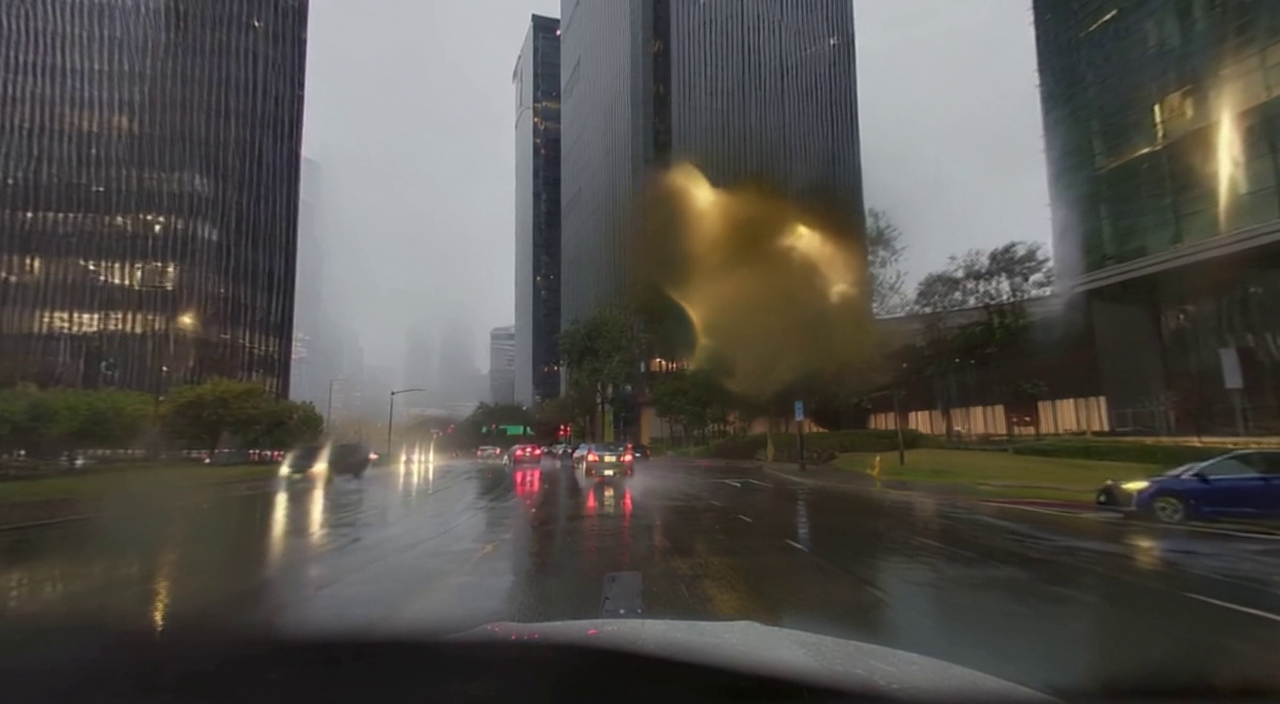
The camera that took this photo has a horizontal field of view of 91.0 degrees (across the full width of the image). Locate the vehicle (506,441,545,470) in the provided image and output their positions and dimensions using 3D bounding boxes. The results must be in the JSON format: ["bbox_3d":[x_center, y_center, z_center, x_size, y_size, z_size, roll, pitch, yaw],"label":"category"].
[{"bbox_3d":[-7.313,6.542,40.063,2.121,1.728,4.161,2,-9,-14],"label":"vehicle"}]

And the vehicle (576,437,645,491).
[{"bbox_3d":[-0.967,3.865,22.147,2.183,1.675,4.319,0,-9,-1],"label":"vehicle"}]

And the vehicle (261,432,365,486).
[{"bbox_3d":[-14.167,4.837,27.743,2.334,1.945,5.298,6,-13,-9],"label":"vehicle"}]

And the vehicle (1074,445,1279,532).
[{"bbox_3d":[11.573,2.577,12.202,4.645,1.505,2.100,-1,-9,9],"label":"vehicle"}]
